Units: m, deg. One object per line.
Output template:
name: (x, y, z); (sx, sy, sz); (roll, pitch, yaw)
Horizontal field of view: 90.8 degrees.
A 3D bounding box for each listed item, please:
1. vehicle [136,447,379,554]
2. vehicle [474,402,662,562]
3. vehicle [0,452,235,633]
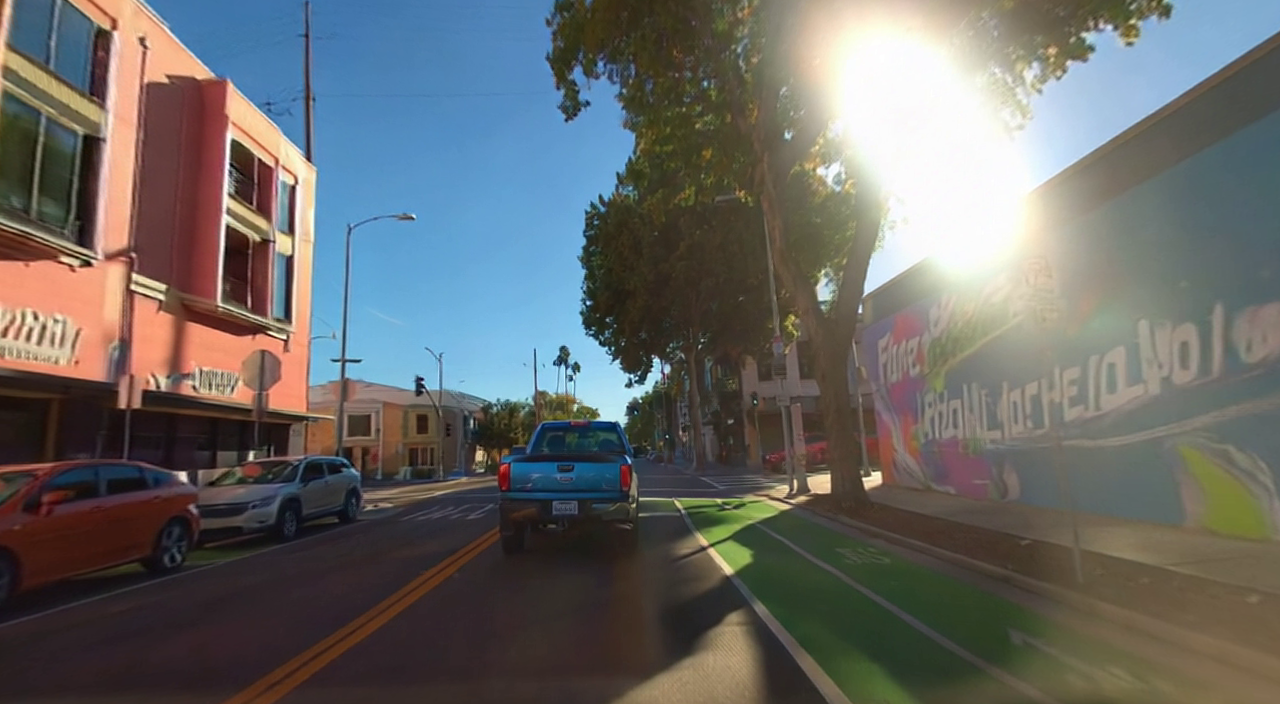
vehicle: (-7.434, 2.865, 13.122); (1.884, 1.730, 5.076); (0, -8, 0)
vehicle: (-0.831, 1.884, 9.881); (2.215, 1.882, 4.611); (0, -8, 1)
vehicle: (-7.162, 2.065, 7.461); (1.882, 1.686, 4.489); (0, -8, -2)
